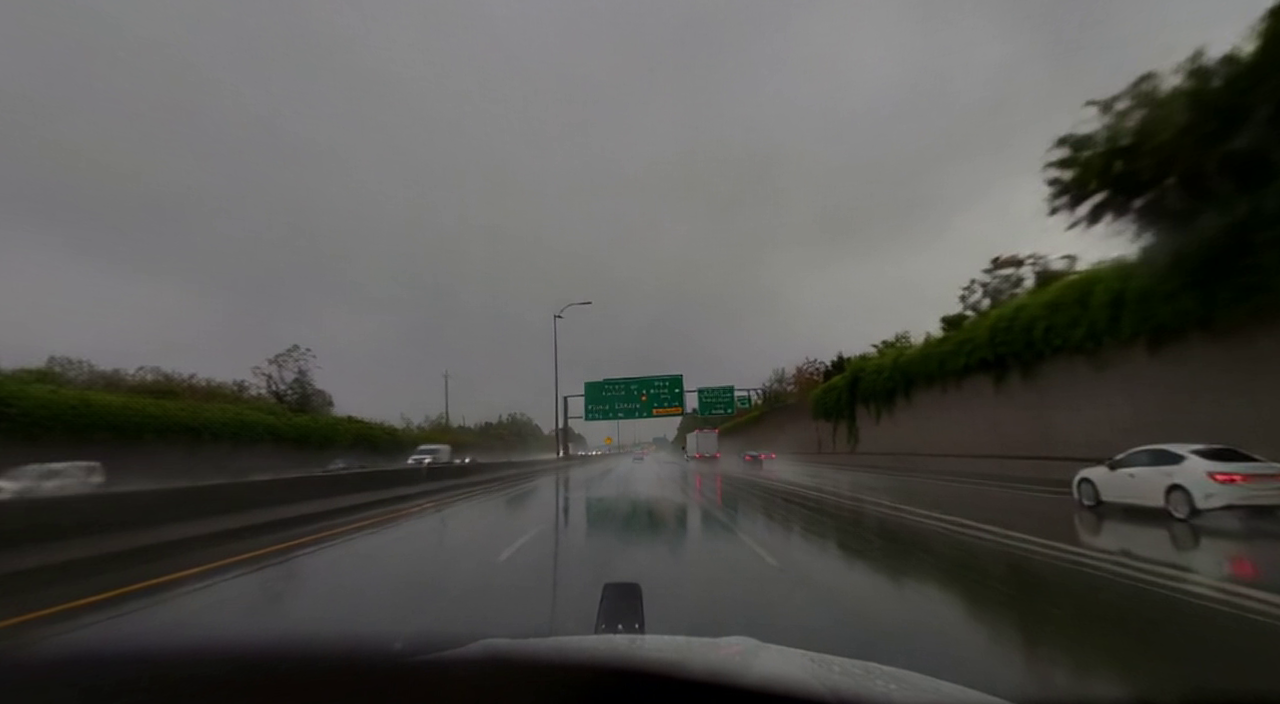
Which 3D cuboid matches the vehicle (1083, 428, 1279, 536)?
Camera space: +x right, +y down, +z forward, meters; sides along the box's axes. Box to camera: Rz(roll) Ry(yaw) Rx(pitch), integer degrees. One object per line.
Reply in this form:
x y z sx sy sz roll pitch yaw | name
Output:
10.740 2.249 11.348 1.950 1.632 4.845 0 -9 1 | vehicle
